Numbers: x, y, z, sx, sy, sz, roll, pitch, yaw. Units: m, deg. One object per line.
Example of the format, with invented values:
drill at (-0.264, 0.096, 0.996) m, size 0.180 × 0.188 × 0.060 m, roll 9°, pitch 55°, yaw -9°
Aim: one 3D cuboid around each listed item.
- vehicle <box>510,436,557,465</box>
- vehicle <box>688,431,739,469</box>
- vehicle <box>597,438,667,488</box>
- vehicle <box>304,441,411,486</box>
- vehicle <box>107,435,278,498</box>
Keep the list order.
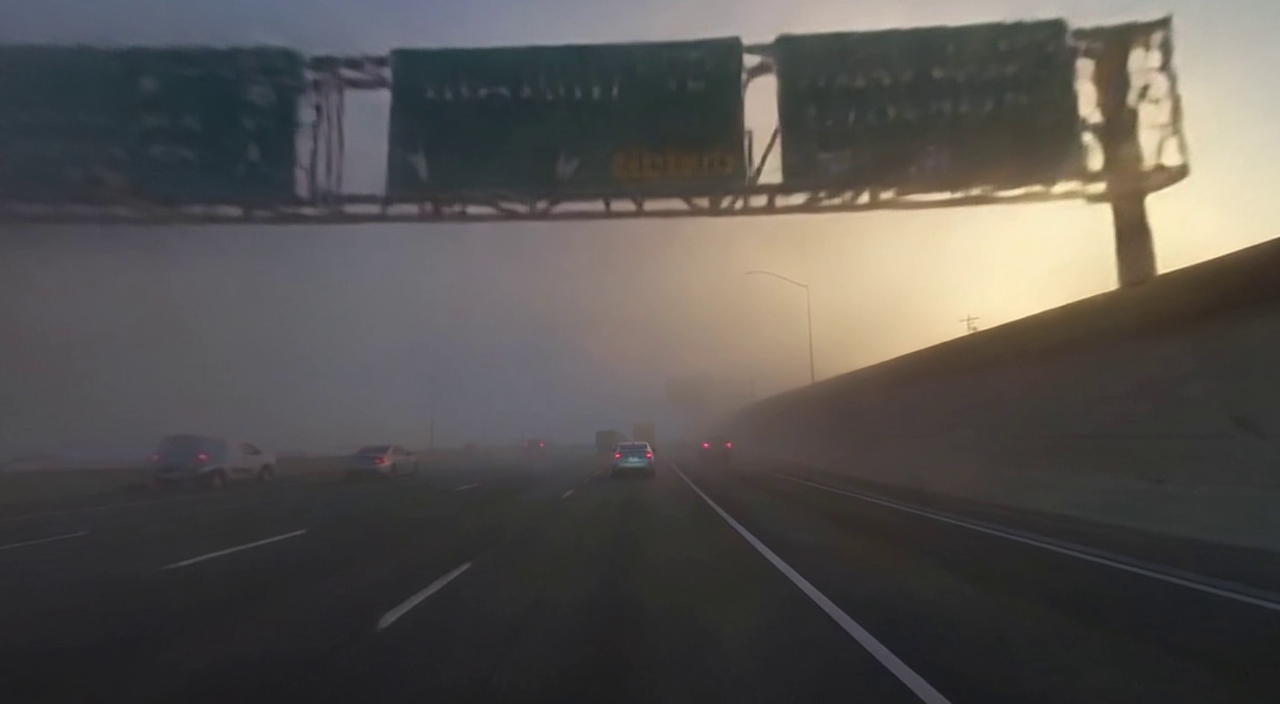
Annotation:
vehicle at (-6.534, 6.124, 39.155) m, size 2.060 × 1.669 × 4.242 m, roll 0°, pitch -8°, yaw 1°
vehicle at (3.612, 4.930, 31.945) m, size 2.001 × 1.771 × 4.250 m, roll 0°, pitch -8°, yaw -1°
vehicle at (-0.189, 3.564, 20.655) m, size 2.042 × 1.446 × 4.269 m, roll 0°, pitch -8°, yaw 1°
vehicle at (-10.481, 4.147, 23.802) m, size 1.961 × 1.510 × 4.260 m, roll 0°, pitch -8°, yaw 1°
vehicle at (-13.750, 3.524, 19.809) m, size 2.045 × 1.712 × 4.457 m, roll 0°, pitch -8°, yaw 1°
